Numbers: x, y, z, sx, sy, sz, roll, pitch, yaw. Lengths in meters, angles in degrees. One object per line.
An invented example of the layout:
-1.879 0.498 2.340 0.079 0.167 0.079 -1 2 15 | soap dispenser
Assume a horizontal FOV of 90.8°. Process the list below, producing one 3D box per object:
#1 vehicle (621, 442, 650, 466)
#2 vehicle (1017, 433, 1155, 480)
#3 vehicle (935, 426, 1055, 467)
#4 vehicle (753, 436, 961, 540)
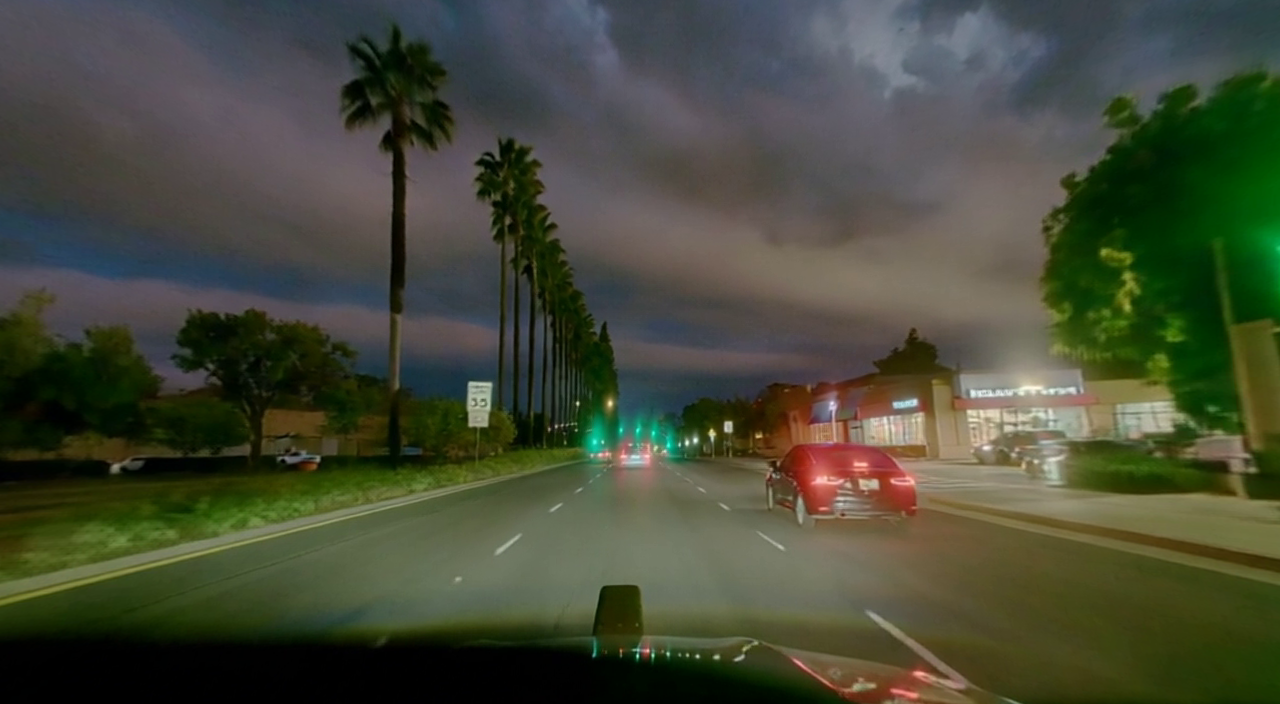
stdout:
-0.344 7.475 46.322 2.102 1.653 3.698 0 -9 -1 | vehicle
15.368 3.593 22.039 1.975 1.464 3.651 -1 -8 -4 | vehicle
18.329 4.924 32.809 4.719 1.803 2.339 -1 -12 -4 | vehicle
3.605 2.344 11.622 2.090 1.503 4.566 0 -9 -2 | vehicle
